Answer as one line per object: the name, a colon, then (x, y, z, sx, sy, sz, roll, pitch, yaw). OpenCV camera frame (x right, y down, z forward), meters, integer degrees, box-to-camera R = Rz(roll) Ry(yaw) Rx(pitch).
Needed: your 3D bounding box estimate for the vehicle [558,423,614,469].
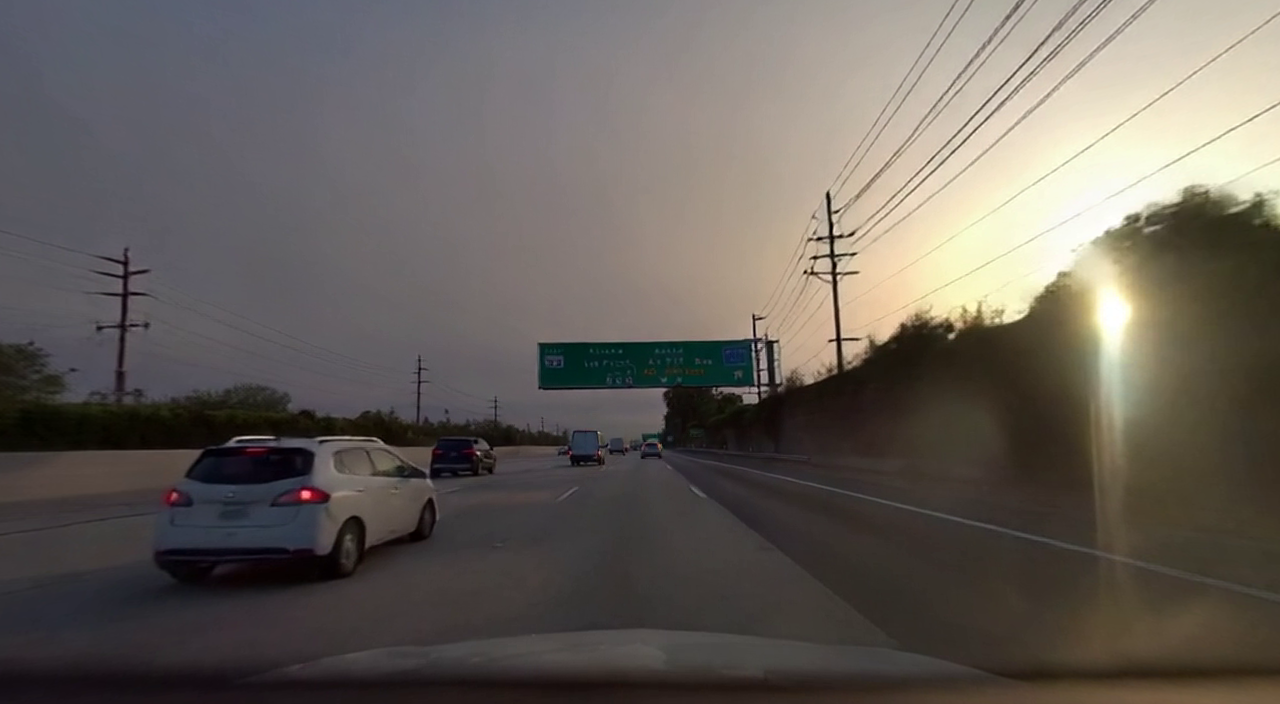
vehicle: (-3.572, 6.599, 44.123, 2.915, 2.885, 9.394, 0, -9, 1)

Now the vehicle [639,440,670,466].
vehicle: (1.019, 6.977, 43.680, 2.038, 1.677, 4.219, 0, -9, 2)

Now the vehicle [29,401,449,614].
vehicle: (-3.853, 1.558, 7.167, 1.976, 1.688, 4.124, 0, -9, 1)
